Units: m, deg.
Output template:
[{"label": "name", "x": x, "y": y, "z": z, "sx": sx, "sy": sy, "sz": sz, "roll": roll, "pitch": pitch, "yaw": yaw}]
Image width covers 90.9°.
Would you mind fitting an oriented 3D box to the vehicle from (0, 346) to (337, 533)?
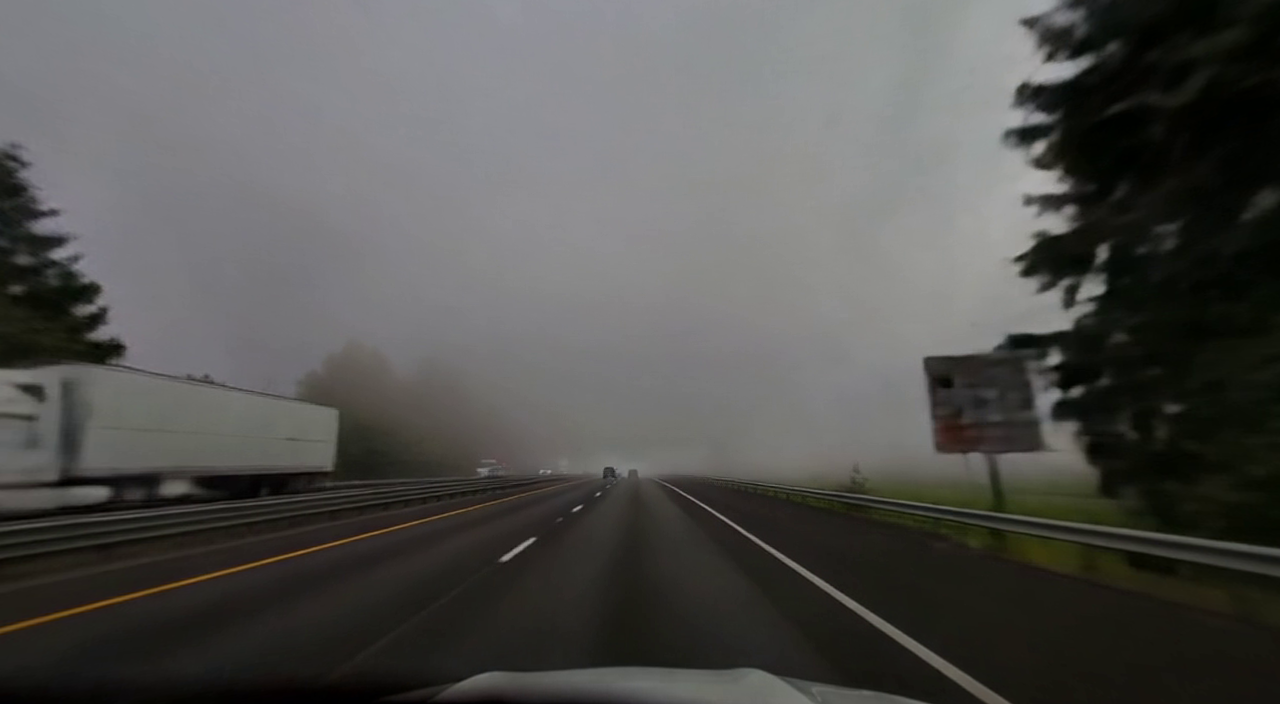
[{"label": "vehicle", "x": -16.007, "y": 3.281, "z": 21.364, "sx": 3.208, "sy": 4.122, "sz": 16.588, "roll": 1, "pitch": -10, "yaw": 0}]
